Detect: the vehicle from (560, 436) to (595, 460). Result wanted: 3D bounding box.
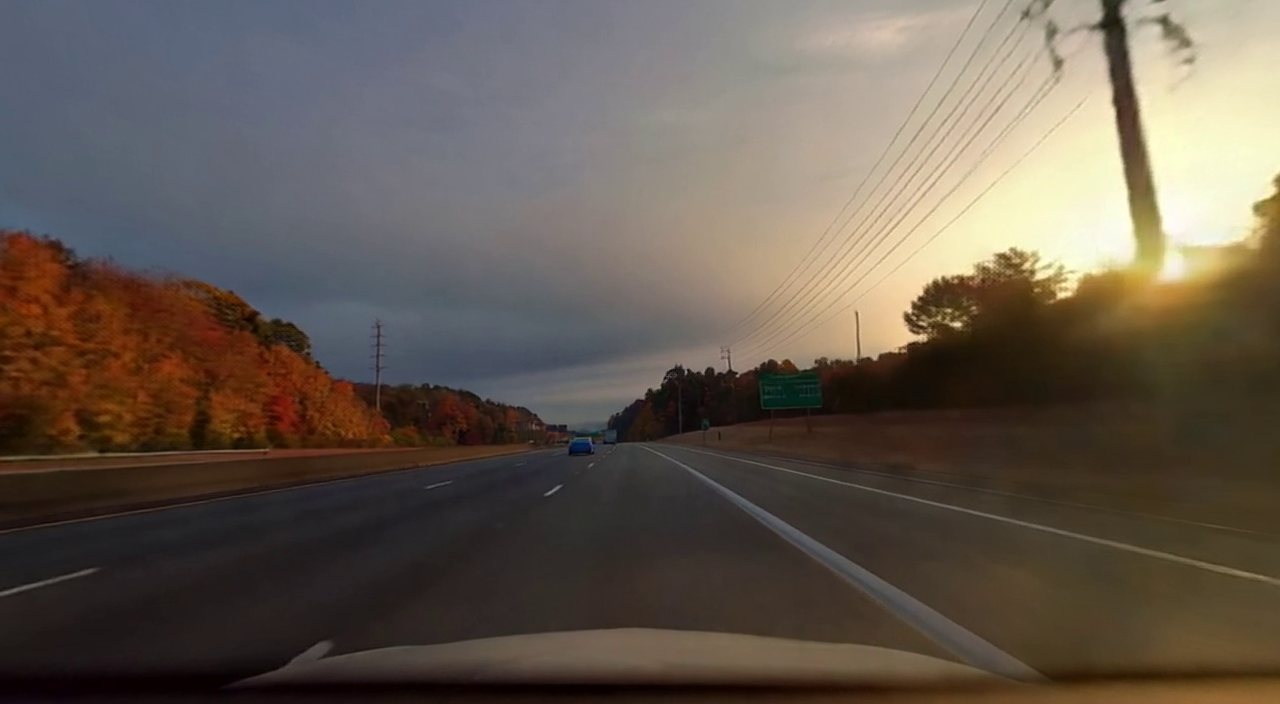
[{"bbox_3d":[-4.207,6.511,42.885,2.025,1.475,4.379,0,-8,-2],"label":"vehicle"}]
